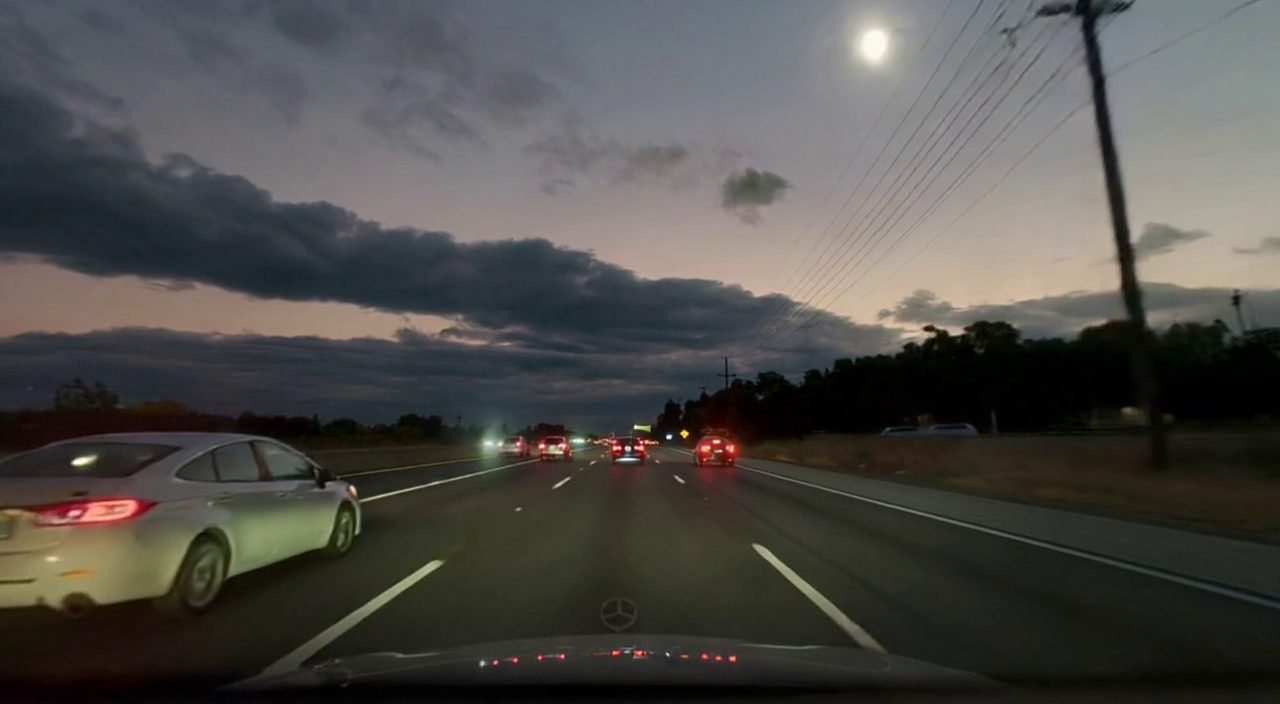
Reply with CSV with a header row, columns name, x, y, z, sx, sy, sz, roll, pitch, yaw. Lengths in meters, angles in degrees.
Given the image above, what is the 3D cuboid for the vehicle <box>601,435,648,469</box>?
name,x,y,z,sx,sy,sz,roll,pitch,yaw
vehicle,-0.728,4.636,29.585,2.086,1.488,3.440,0,-8,-2

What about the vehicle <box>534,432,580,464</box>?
name,x,y,z,sx,sy,sz,roll,pitch,yaw
vehicle,-4.452,5.208,34.417,1.901,1.601,4.610,0,-8,0

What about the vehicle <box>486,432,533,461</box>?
name,x,y,z,sx,sy,sz,roll,pitch,yaw
vehicle,-7.934,5.781,38.713,1.980,1.678,4.255,0,-8,0

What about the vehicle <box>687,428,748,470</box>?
name,x,y,z,sx,sy,sz,roll,pitch,yaw
vehicle,3.353,4.276,28.015,1.950,1.695,4.446,1,-8,-3

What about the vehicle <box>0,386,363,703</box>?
name,x,y,z,sx,sy,sz,roll,pitch,yaw
vehicle,-4.217,1.241,5.201,2.004,1.607,4.161,0,-8,-1
